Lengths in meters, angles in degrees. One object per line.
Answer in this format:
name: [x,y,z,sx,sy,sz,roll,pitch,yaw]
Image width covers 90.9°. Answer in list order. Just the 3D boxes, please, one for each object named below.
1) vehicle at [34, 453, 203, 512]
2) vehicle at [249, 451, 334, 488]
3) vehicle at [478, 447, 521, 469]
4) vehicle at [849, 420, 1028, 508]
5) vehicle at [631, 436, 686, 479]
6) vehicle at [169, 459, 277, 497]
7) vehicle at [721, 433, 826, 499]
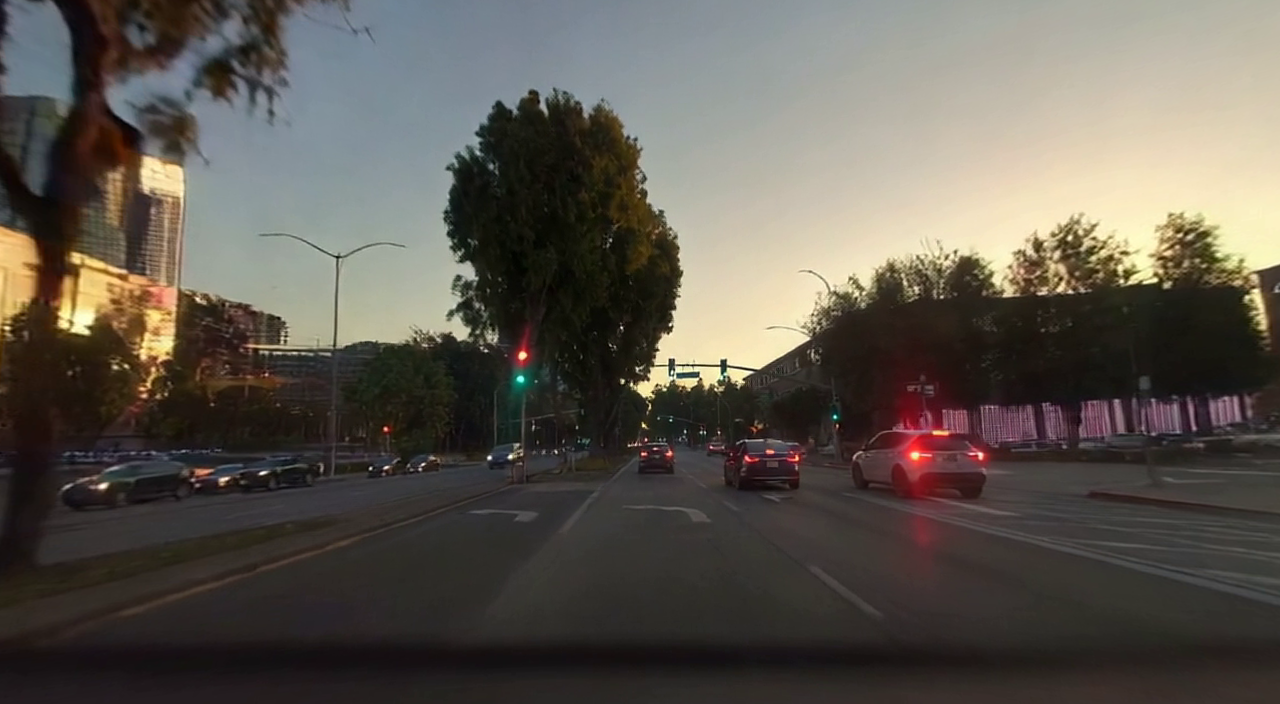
vehicle: [-18.075,4.489,22.225,1.954,1.779,4.635,0,-8,0]
vehicle: [-18.004,6.062,32.840,1.847,1.730,4.530,0,-8,0]
vehicle: [-10.261,7.788,46.389,1.941,1.477,4.482,-1,-8,2]
vehicle: [6.881,2.630,15.248,1.963,1.783,4.722,0,-8,-1]
vehicle: [0.709,4.390,26.443,2.125,1.669,3.880,0,-8,0]
vehicle: [-18.167,5.486,27.734,1.716,1.412,4.335,0,-8,1]
vehicle: [3.582,3.150,17.866,1.931,1.591,4.708,0,-8,0]
